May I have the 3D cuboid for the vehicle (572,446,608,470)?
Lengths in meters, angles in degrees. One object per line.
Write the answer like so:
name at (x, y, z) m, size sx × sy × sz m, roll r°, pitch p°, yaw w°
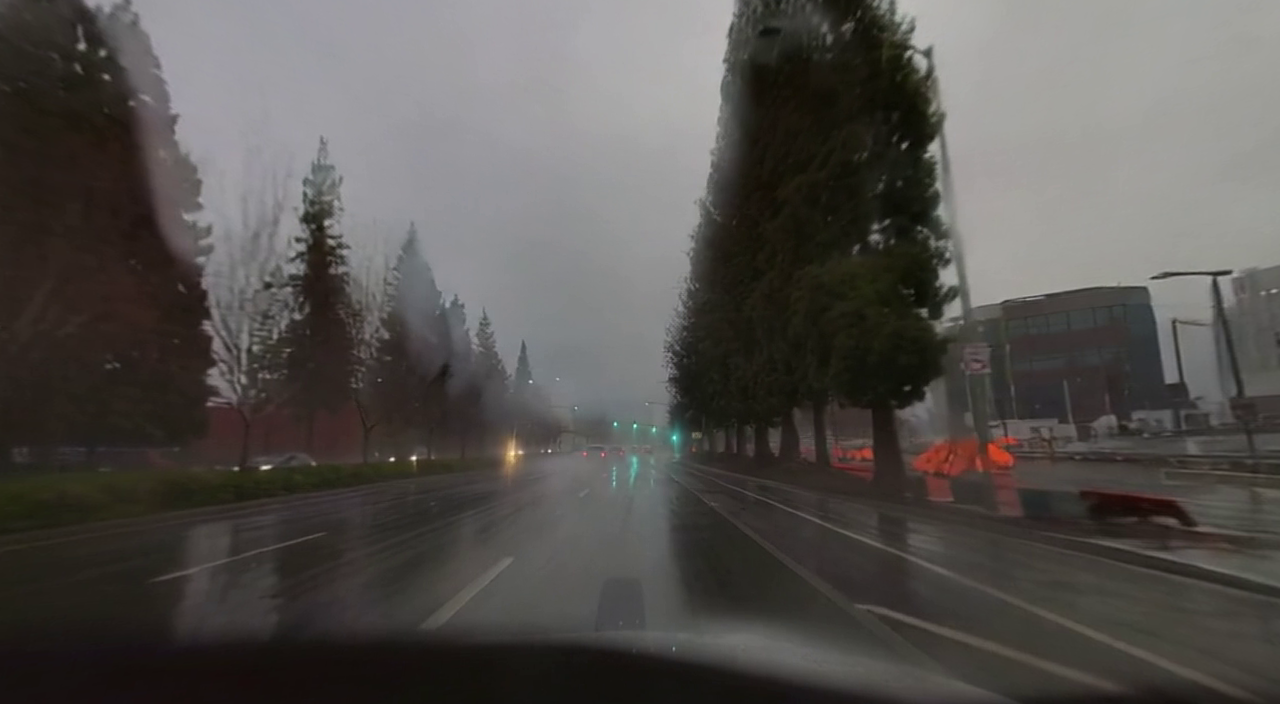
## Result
vehicle at (-3.491, 7.490, 44.838) m, size 2.121 × 1.654 × 3.993 m, roll 0°, pitch -8°, yaw 1°

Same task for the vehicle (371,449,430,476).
vehicle at (-15.242, 7.046, 40.464) m, size 1.974 × 1.602 × 4.542 m, roll 0°, pitch -8°, yaw 1°

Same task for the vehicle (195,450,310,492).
vehicle at (-15.448, 4.718, 25.493) m, size 1.899 × 1.518 × 4.305 m, roll 0°, pitch -8°, yaw 0°
